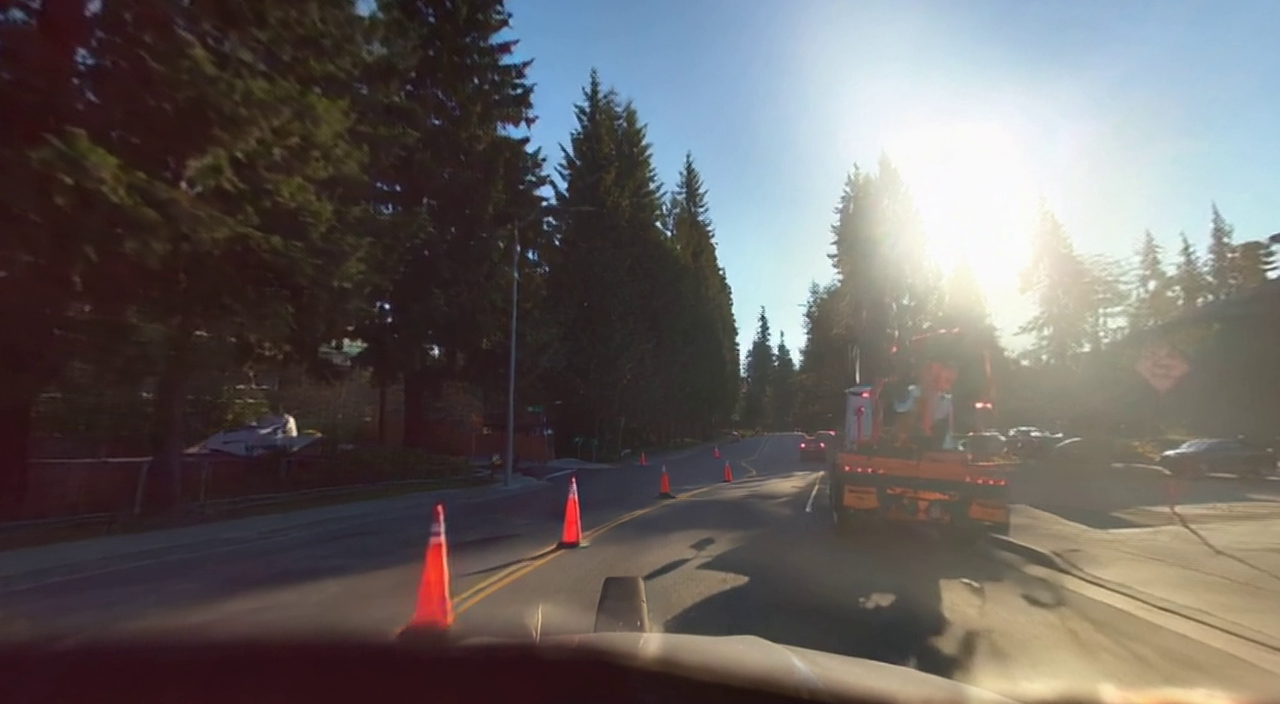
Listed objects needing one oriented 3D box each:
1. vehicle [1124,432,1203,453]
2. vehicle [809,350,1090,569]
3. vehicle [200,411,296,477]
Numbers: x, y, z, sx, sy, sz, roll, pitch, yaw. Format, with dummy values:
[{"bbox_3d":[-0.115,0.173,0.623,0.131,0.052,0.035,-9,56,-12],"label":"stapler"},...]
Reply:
[{"bbox_3d":[39.304,6.837,47.530,1.714,1.472,4.117,4,-9,-22],"label":"vehicle"},{"bbox_3d":[4.708,1.705,11.255,3.098,2.601,6.758,-3,-7,15],"label":"vehicle"},{"bbox_3d":[-15.489,3.660,25.107,2.665,2.465,1.532,4,-8,-14],"label":"vehicle"}]
